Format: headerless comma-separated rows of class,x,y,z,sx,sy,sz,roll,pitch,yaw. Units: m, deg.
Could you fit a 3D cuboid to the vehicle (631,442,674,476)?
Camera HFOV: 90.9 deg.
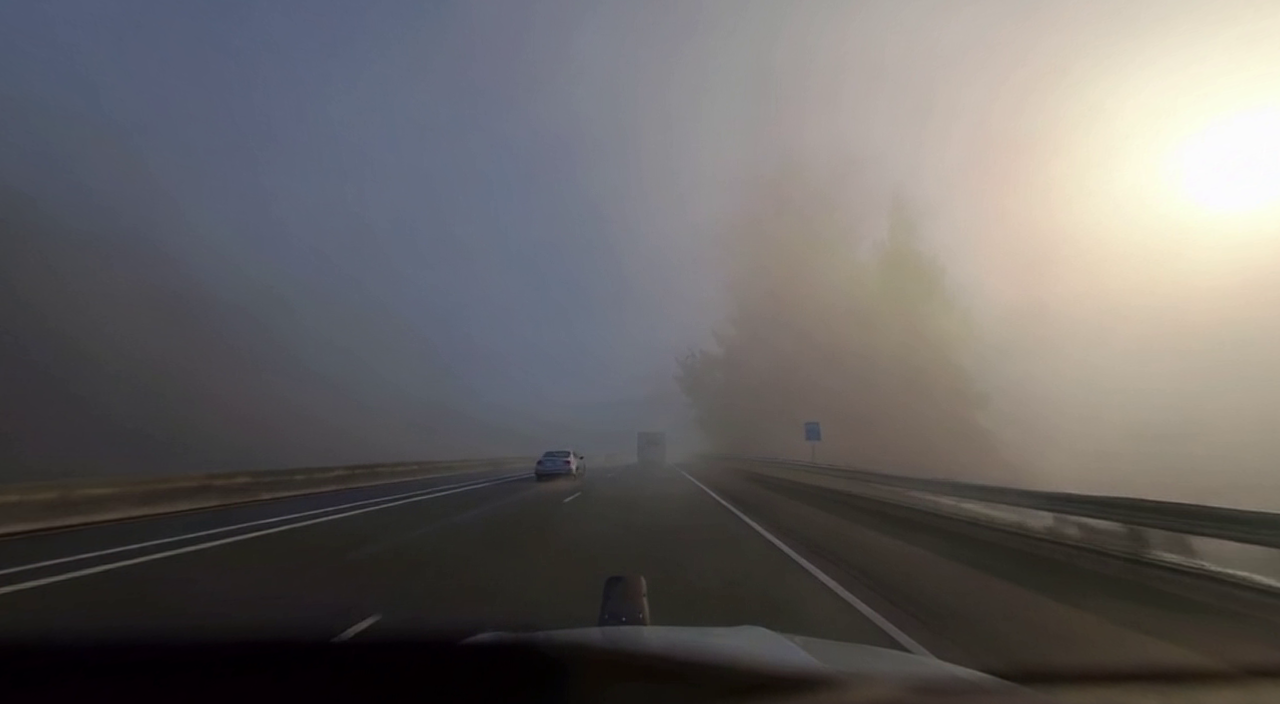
vehicle,0.623,5.782,34.246,2.172,1.687,3.929,0,-9,0

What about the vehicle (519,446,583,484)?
vehicle,-3.698,4.790,26.937,1.998,1.460,4.422,0,-9,1
